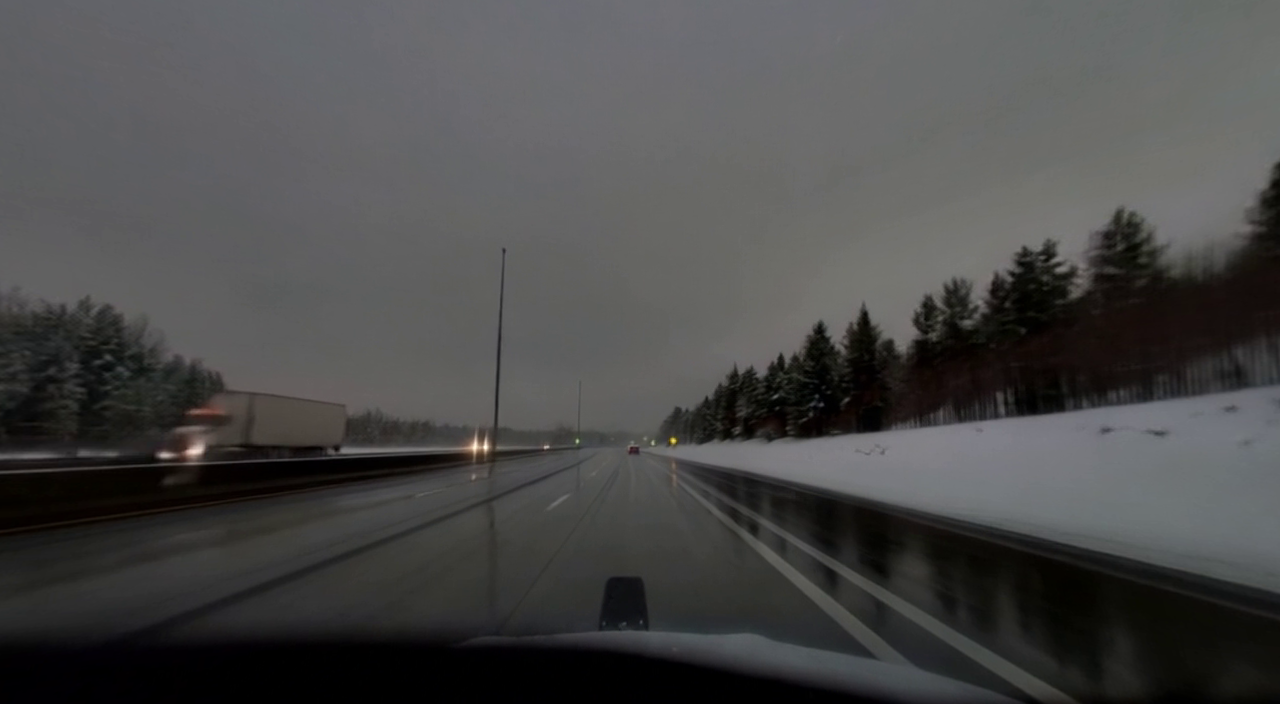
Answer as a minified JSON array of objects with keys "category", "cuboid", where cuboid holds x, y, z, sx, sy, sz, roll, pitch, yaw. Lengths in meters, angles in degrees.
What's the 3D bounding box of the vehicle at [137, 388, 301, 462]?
[{"category":"vehicle","cuboid":[-25.483,4.693,39.061,3.298,3.976,10.350,0,-9,-2]}]
